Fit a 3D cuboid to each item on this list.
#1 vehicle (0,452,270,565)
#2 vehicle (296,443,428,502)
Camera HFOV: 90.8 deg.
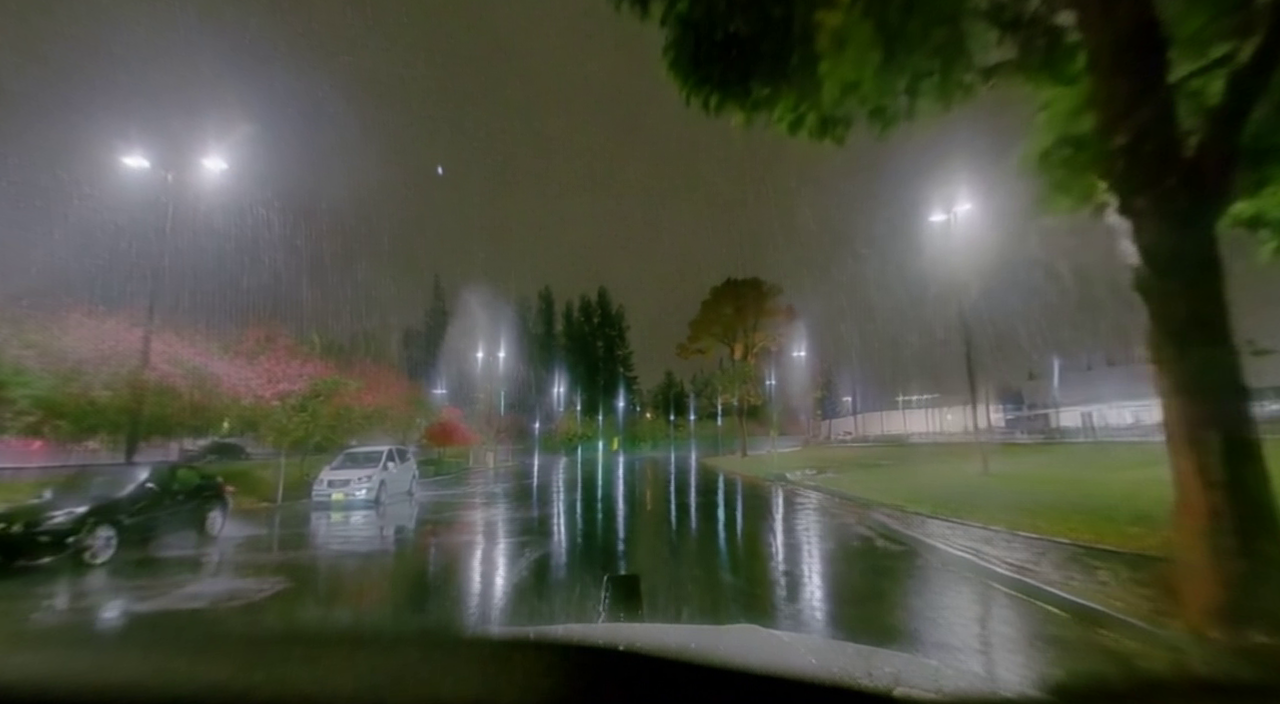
[{"bbox_3d":[-9.060,2.627,11.425,2.038,1.525,4.383,0,-8,1],"label":"vehicle"},{"bbox_3d":[-9.325,4.049,21.791,2.360,1.741,4.912,0,-8,0],"label":"vehicle"}]
